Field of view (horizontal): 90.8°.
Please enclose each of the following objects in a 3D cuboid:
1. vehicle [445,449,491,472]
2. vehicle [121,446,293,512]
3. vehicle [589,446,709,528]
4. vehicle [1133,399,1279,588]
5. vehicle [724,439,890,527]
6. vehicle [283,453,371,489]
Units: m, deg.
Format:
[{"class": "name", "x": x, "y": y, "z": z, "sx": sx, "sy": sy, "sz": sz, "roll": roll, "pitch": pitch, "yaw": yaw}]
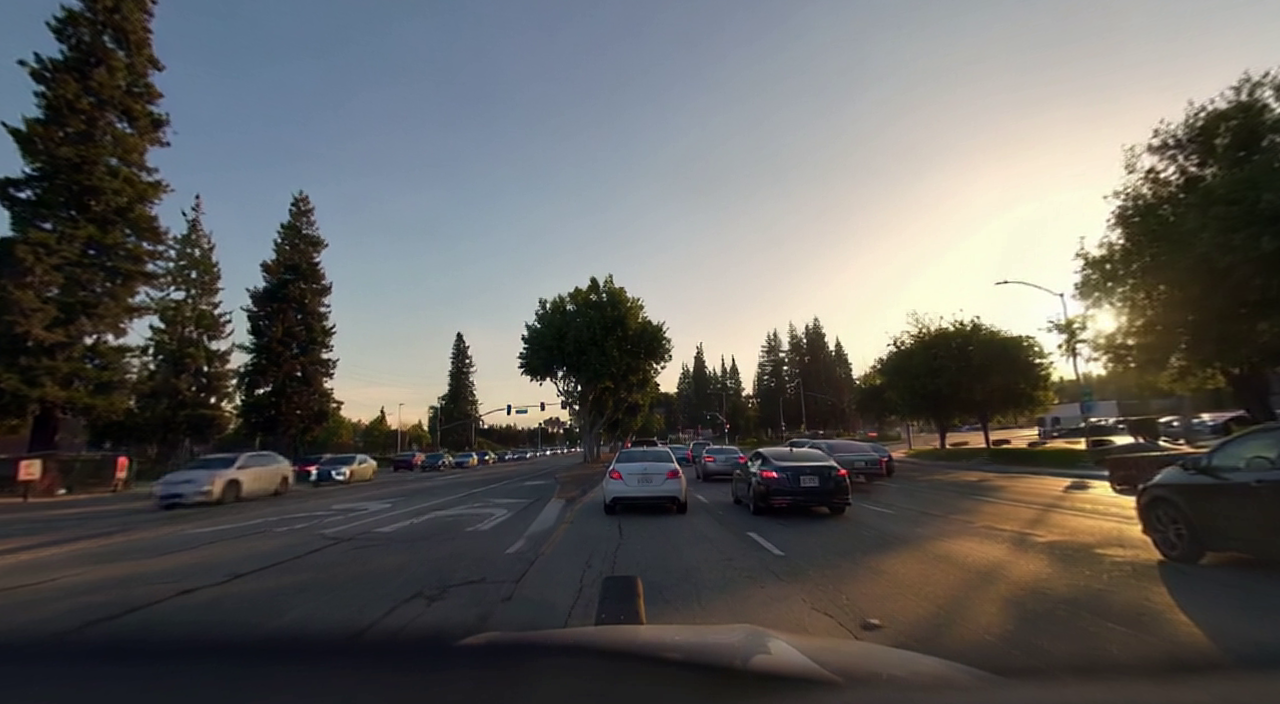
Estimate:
[{"class": "vehicle", "x": -12.199, "y": 7.729, "z": 45.133, "sx": 2.002, "sy": 1.500, "sz": 4.536, "roll": 0, "pitch": -9, "yaw": 0}, {"class": "vehicle", "x": -12.304, "y": 3.586, "z": 18.389, "sx": 1.963, "sy": 1.649, "sz": 4.290, "roll": 0, "pitch": -9, "yaw": 0}, {"class": "vehicle", "x": 0.088, "y": 2.558, "z": 12.607, "sx": 1.990, "sy": 1.347, "sz": 4.067, "roll": 0, "pitch": -9, "yaw": -2}, {"class": "vehicle", "x": 6.936, "y": 1.229, "z": 5.311, "sx": 1.987, "sy": 1.730, "sz": 4.373, "roll": 0, "pitch": -9, "yaw": 0}, {"class": "vehicle", "x": 3.131, "y": 2.562, "z": 13.087, "sx": 1.970, "sy": 1.445, "sz": 4.974, "roll": 0, "pitch": -9, "yaw": -1}, {"class": "vehicle", "x": -14.480, "y": 5.498, "z": 29.595, "sx": 2.018, "sy": 1.469, "sz": 4.916, "roll": 1, "pitch": -9, "yaw": -6}]
